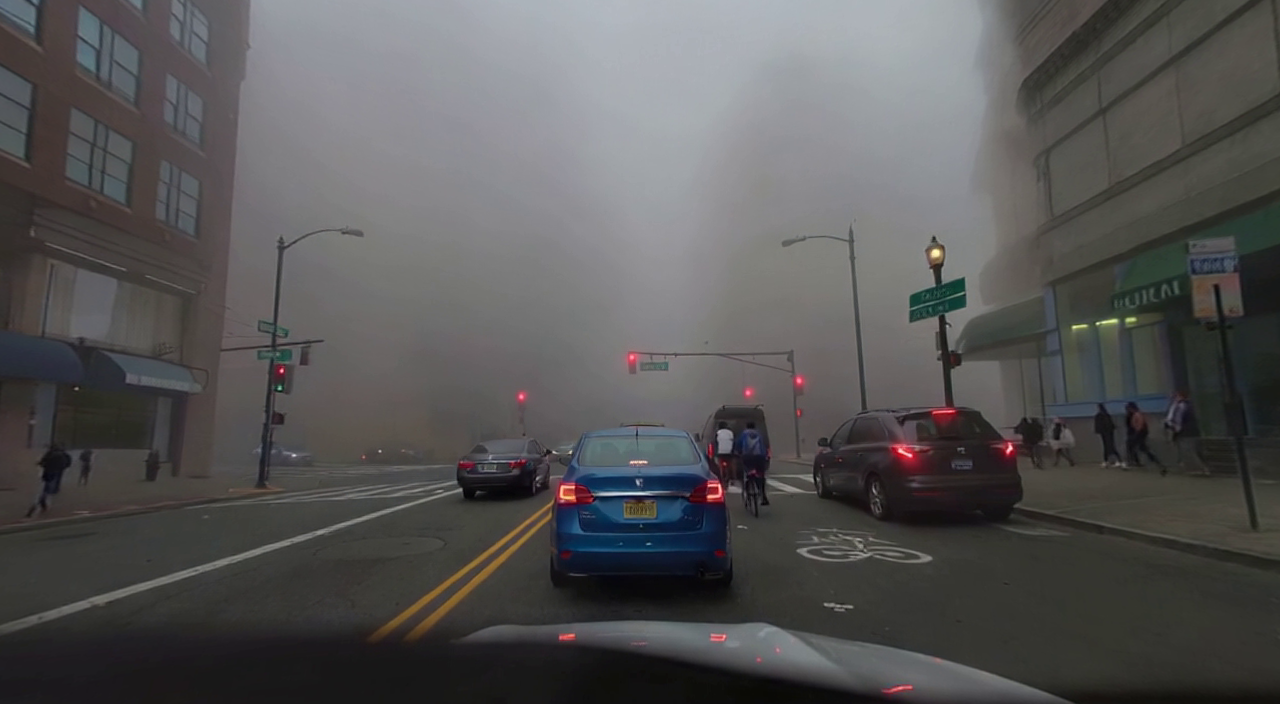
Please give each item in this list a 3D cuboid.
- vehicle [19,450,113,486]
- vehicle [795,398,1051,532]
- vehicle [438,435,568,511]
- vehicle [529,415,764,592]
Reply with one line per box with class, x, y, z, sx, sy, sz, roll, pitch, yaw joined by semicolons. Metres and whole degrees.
vehicle;-30.231;6.081;33.399;2.264;1.722;4.721;4;-9;-25
vehicle;4.515;1.917;11.145;2.142;1.829;4.767;0;-9;-2
vehicle;-2.939;2.711;14.635;2.039;1.452;4.489;0;-9;0
vehicle;0.035;1.652;7.700;2.091;1.557;4.000;0;-9;-1
